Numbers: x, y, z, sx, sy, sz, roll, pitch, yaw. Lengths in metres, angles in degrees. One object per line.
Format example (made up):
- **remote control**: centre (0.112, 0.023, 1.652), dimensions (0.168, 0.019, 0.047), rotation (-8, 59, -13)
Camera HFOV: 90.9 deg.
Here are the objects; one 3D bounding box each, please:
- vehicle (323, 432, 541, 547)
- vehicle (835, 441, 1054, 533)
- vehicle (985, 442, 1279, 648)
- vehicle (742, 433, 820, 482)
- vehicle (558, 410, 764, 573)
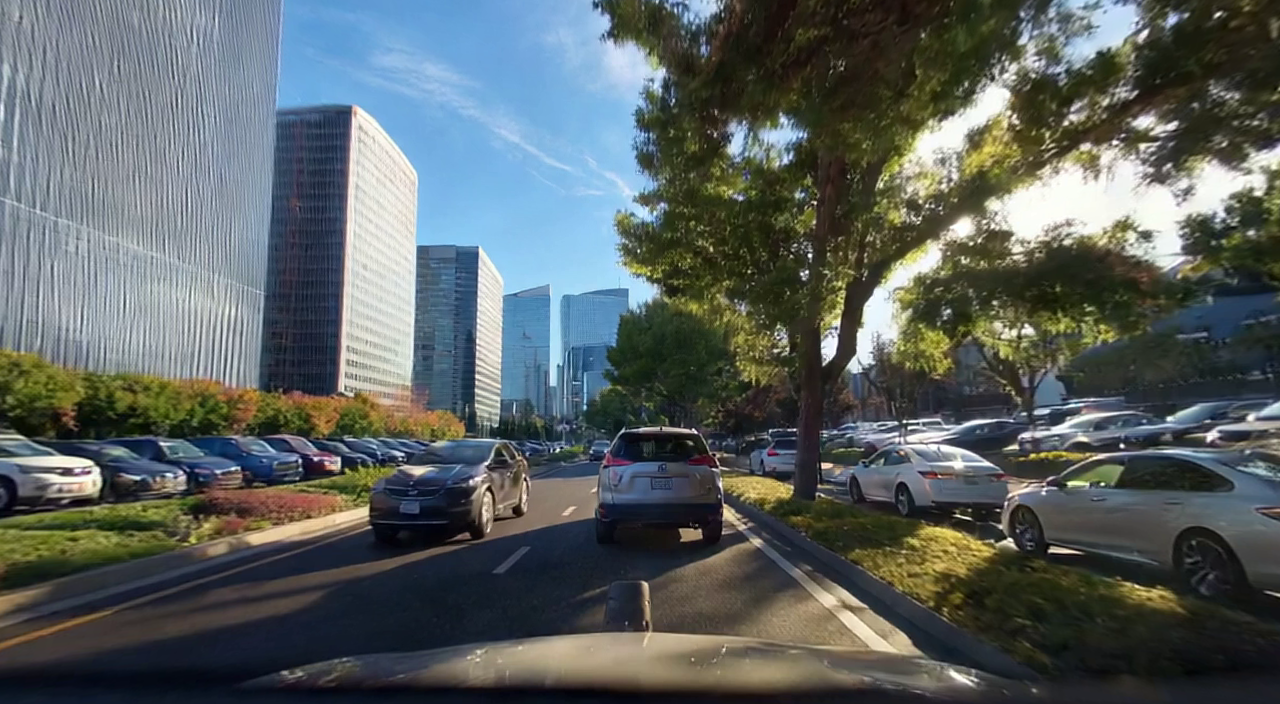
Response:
- **vehicle**: centre (-3.182, 2.203, 10.850), dimensions (2.090, 1.532, 4.529), rotation (0, -9, 2)
- **vehicle**: centre (5.672, 2.542, 12.619), dimensions (1.852, 1.452, 4.852), rotation (0, -9, -1)
- **vehicle**: centre (5.544, 1.623, 6.076), dimensions (1.809, 1.478, 4.623), rotation (0, -9, 0)
- **vehicle**: centre (5.649, 4.289, 25.854), dimensions (2.059, 1.813, 4.637), rotation (0, -9, -1)
- **vehicle**: centre (0.221, 1.727, 8.488), dimensions (2.105, 1.653, 3.887), rotation (0, -9, 0)
